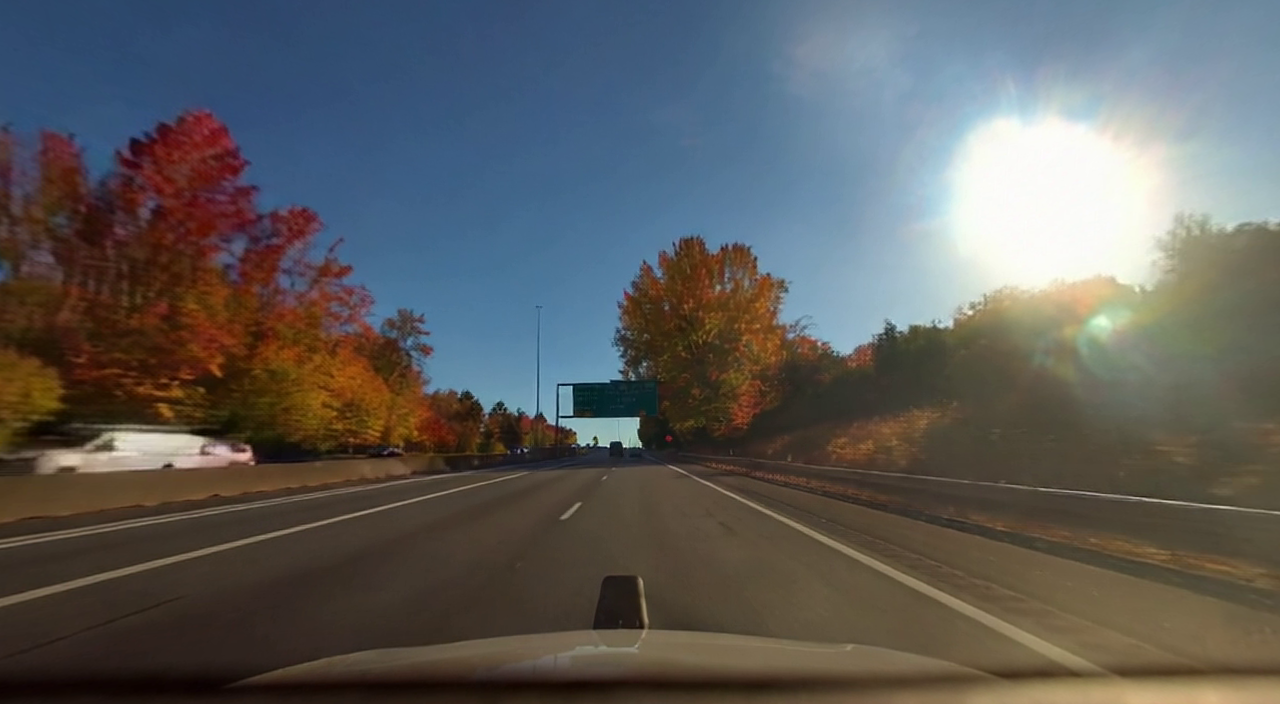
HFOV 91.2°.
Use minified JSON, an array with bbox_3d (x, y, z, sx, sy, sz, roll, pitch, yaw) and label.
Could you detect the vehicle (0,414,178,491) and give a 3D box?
[{"bbox_3d":[-19.691,3.425,21.493,2.454,2.194,6.881,0,-9,0],"label":"vehicle"}]
